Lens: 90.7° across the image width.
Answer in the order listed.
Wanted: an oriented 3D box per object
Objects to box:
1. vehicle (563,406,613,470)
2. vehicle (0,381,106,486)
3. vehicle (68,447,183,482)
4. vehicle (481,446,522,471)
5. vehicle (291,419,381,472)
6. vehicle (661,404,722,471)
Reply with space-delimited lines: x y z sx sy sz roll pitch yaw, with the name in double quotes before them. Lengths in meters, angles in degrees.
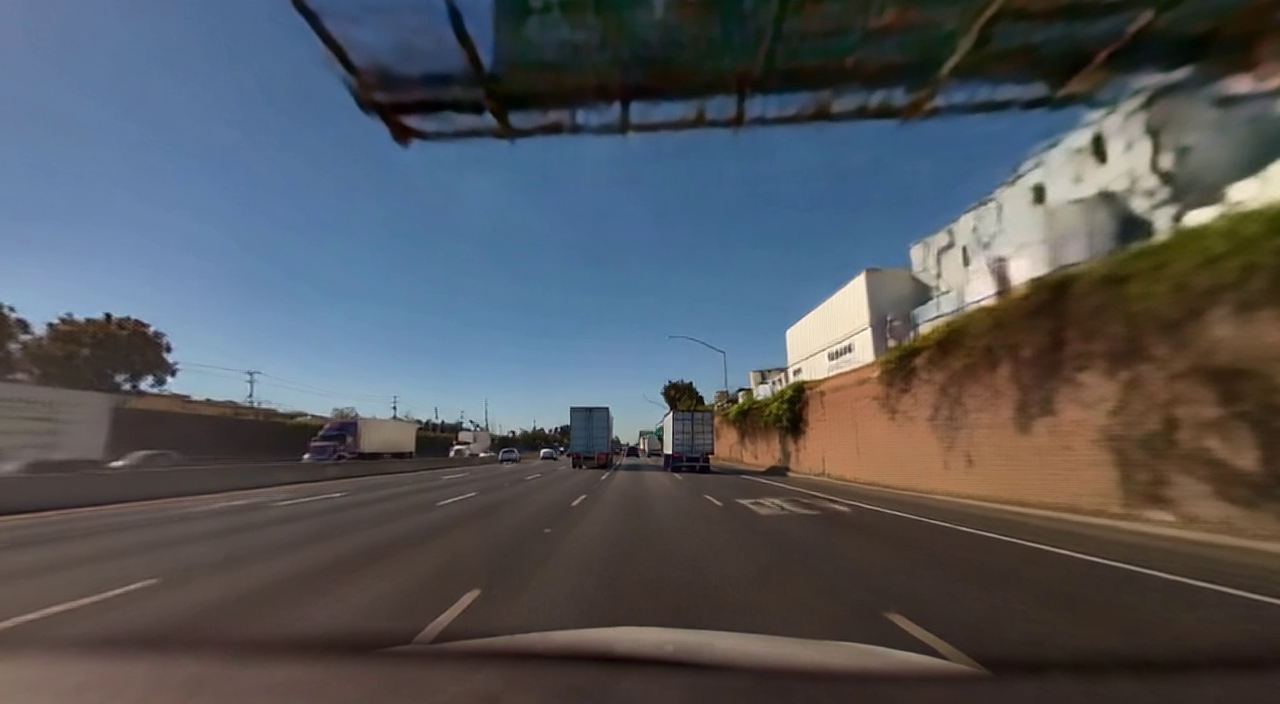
"vehicle" -3.650 6.484 47.798 2.848 4.098 13.421 0 -8 -1
"vehicle" -23.129 2.888 22.228 2.698 3.522 6.672 0 -9 0
"vehicle" -26.761 5.840 33.155 1.780 1.632 4.772 0 -9 4
"vehicle" -9.972 7.693 45.861 2.132 1.679 4.045 0 -9 -1
"vehicle" -23.464 7.298 49.397 3.052 3.783 7.778 0 -9 0
"vehicle" 3.433 6.330 46.622 2.908 3.898 17.275 1 -8 0
